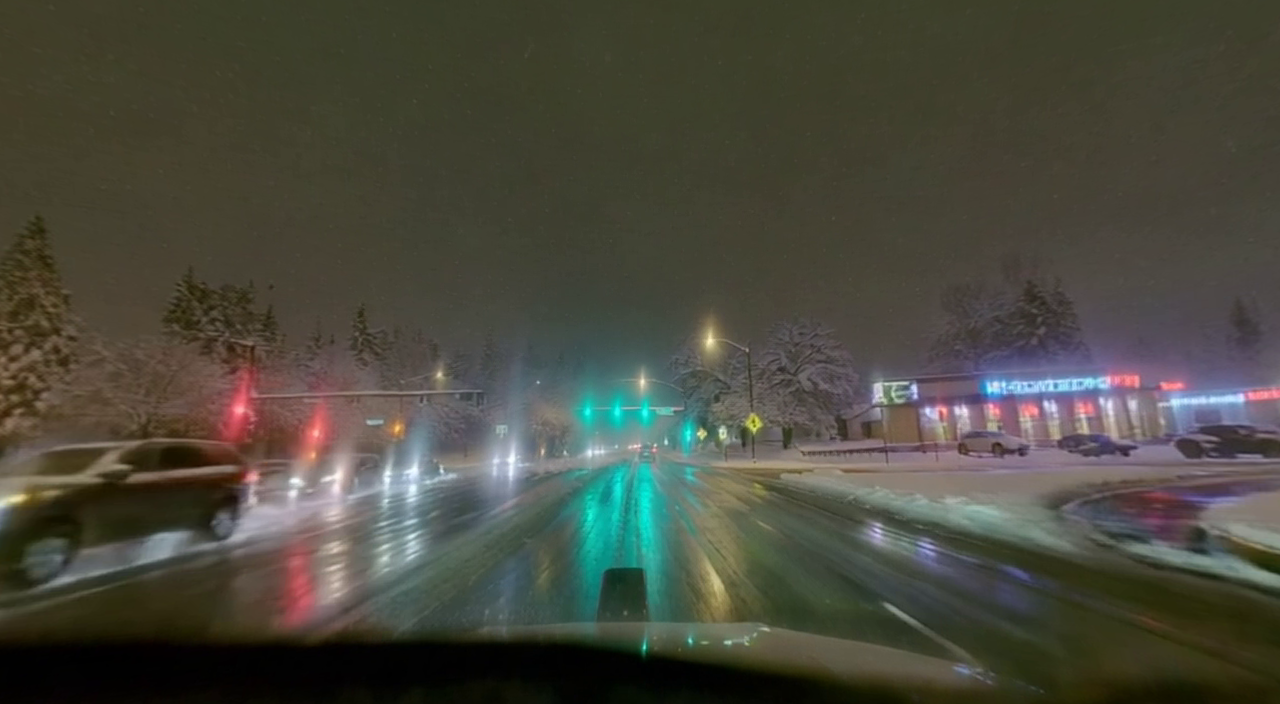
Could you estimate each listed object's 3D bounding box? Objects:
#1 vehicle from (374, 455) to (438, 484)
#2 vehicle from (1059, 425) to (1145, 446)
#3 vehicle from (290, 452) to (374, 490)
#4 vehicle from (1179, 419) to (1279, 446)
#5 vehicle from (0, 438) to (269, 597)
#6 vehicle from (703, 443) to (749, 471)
[{"bbox_3d":[-13.158,6.591,35.723,1.847,1.424,4.521,-1,-8,1],"label":"vehicle"},{"bbox_3d":[33.223,6.051,45.433,4.540,1.446,1.919,-1,-8,5],"label":"vehicle"},{"bbox_3d":[-16.653,6.423,34.428,2.072,1.862,4.948,0,-8,0],"label":"vehicle"},{"bbox_3d":[33.814,4.687,36.344,1.753,1.399,4.538,-1,-8,5],"label":"vehicle"},{"bbox_3d":[-7.899,2.110,9.118,2.231,1.650,5.052,0,-8,-4],"label":"vehicle"},{"bbox_3d":[4.655,5.752,34.766,1.913,1.463,4.198,0,-8,-1],"label":"vehicle"}]
